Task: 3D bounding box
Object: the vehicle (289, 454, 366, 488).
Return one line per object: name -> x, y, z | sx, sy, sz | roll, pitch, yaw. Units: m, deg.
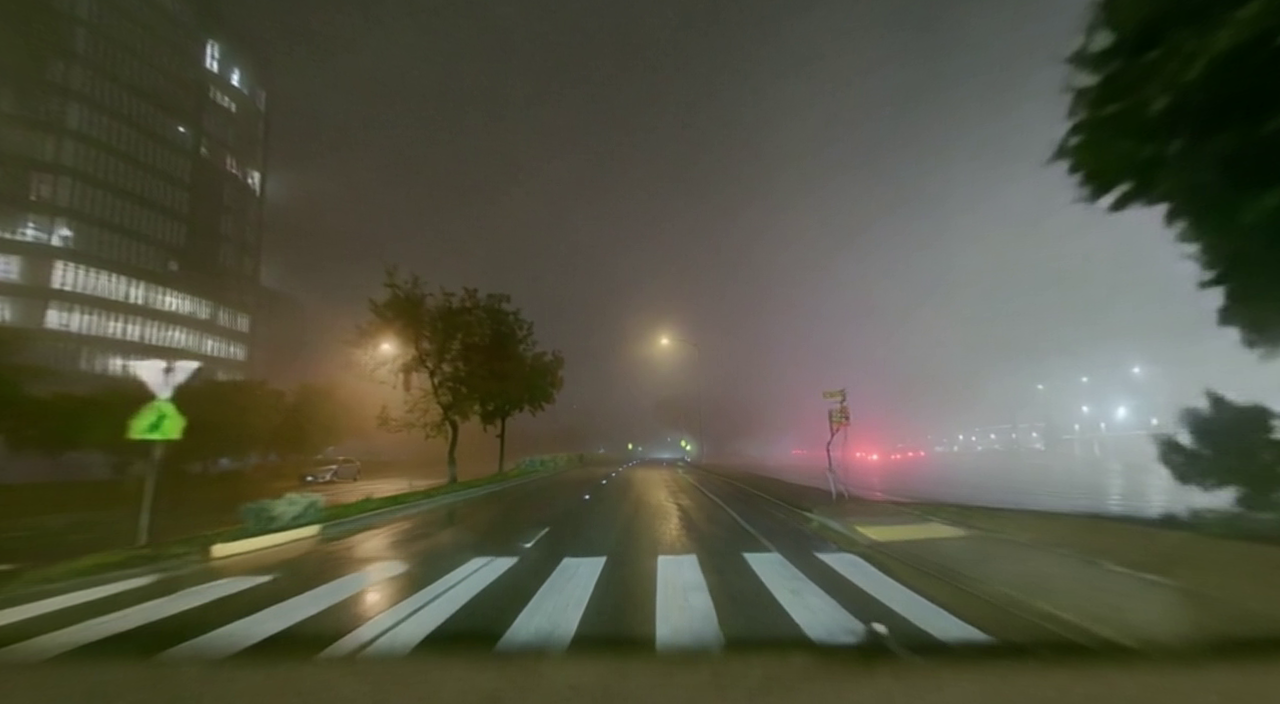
vehicle -> -16.611, 6.328, 33.755 | 1.807, 1.570, 4.557 | -2, -9, 0
